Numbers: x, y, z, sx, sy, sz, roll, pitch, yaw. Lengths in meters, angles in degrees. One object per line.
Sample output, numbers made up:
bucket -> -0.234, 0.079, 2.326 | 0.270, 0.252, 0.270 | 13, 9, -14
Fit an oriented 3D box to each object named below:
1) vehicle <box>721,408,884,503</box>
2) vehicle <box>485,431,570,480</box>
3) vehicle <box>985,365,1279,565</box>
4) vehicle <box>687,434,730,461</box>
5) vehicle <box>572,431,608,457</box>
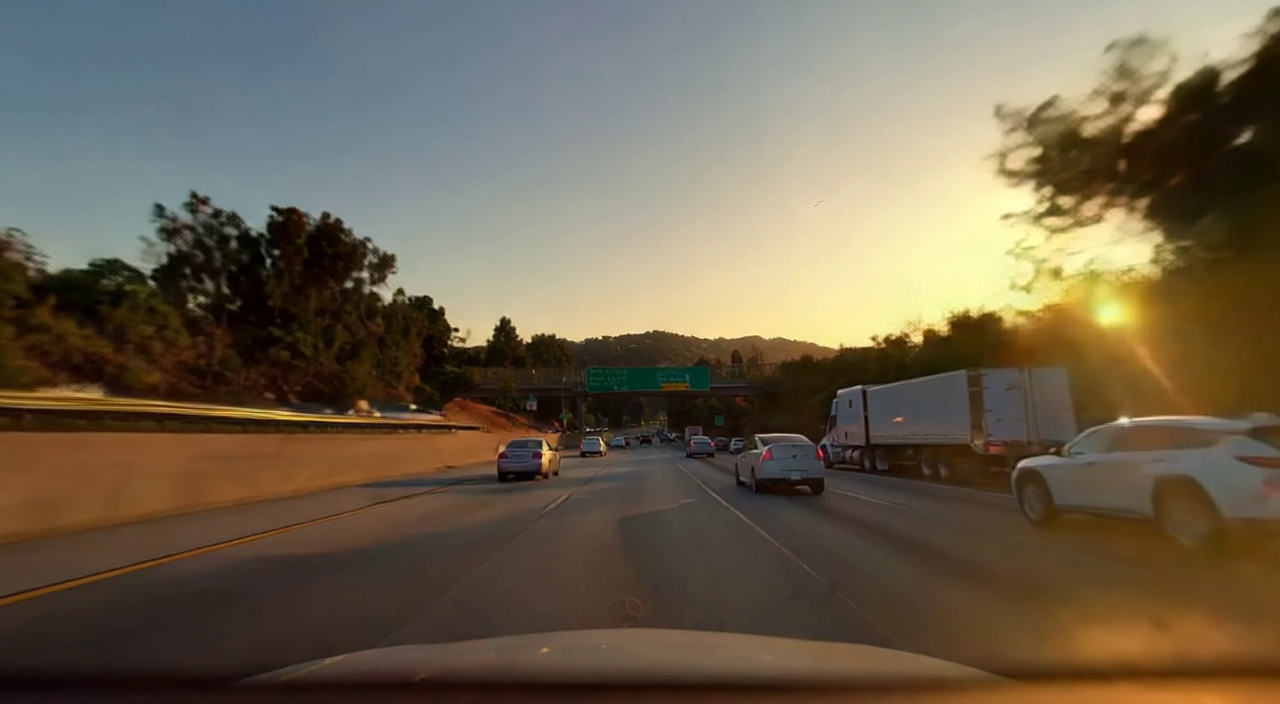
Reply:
vehicle -> 3.667, 2.512, 15.680 | 2.517, 1.935, 5.552 | 0, -8, -1
vehicle -> -3.591, 3.404, 20.986 | 1.978, 1.473, 4.073 | 0, -8, 1
vehicle -> 7.502, 1.469, 8.661 | 2.291, 1.968, 5.662 | 0, -8, 0
vehicle -> 3.879, 5.494, 36.440 | 1.953, 1.480, 4.053 | 0, -8, -1
vehicle -> -3.361, 6.285, 43.038 | 2.020, 1.628, 4.248 | 0, -8, 1
